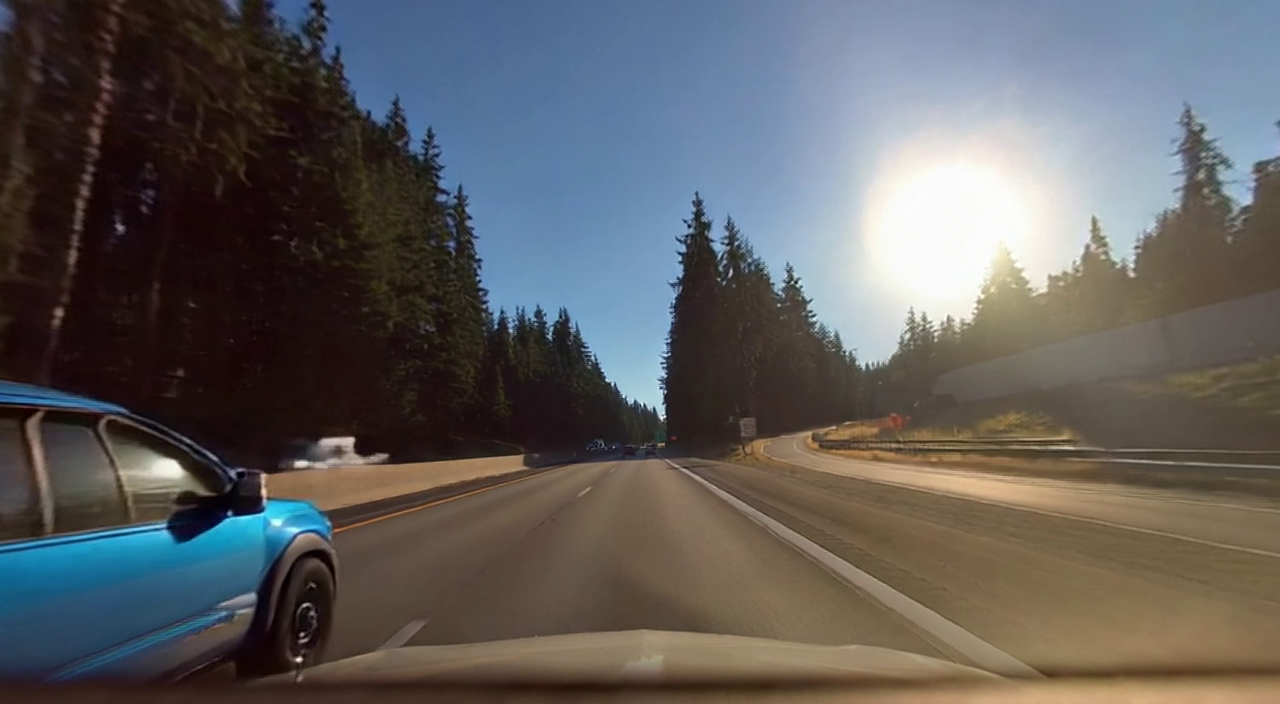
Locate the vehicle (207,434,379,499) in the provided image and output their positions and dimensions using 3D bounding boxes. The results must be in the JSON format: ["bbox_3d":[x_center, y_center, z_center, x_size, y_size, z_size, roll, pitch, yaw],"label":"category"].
[{"bbox_3d":[-11.341,3.757,21.401,2.275,1.845,6.252,0,-8,0],"label":"vehicle"}]
